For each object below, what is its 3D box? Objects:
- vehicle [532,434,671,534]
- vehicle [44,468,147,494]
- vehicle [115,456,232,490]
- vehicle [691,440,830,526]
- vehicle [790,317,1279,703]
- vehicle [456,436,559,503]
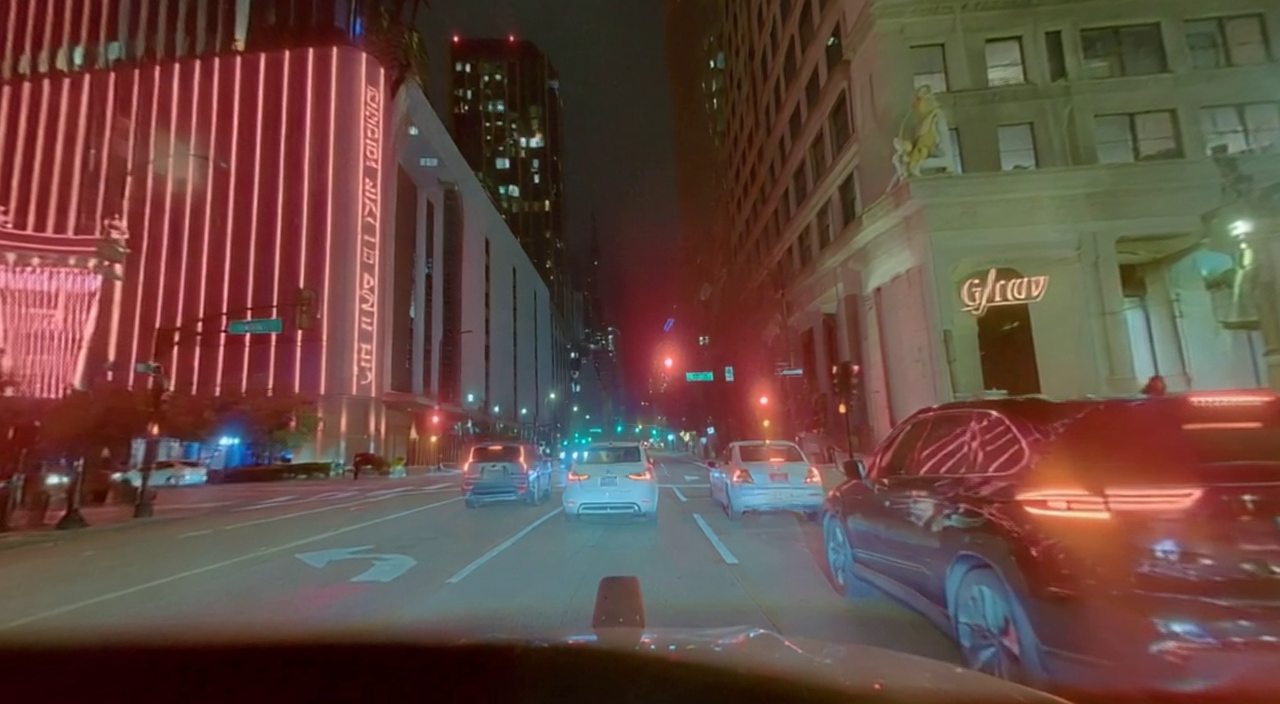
[{"bbox_3d":[-0.610,2.313,11.665,2.096,1.492,4.071,0,-9,-1],"label":"vehicle"},{"bbox_3d":[-32.362,7.640,37.619,4.392,1.427,1.764,0,-9,-1],"label":"vehicle"},{"bbox_3d":[-25.463,6.600,34.643,4.612,1.752,1.953,1,-9,-10],"label":"vehicle"},{"bbox_3d":[2.244,2.562,12.989,1.943,1.449,4.202,0,-9,-1],"label":"vehicle"},{"bbox_3d":[2.629,1.085,4.251,2.096,1.775,4.440,0,-9,-1],"label":"vehicle"},{"bbox_3d":[-3.578,3.262,18.096,2.045,1.633,4.864,0,-9,-2],"label":"vehicle"}]
